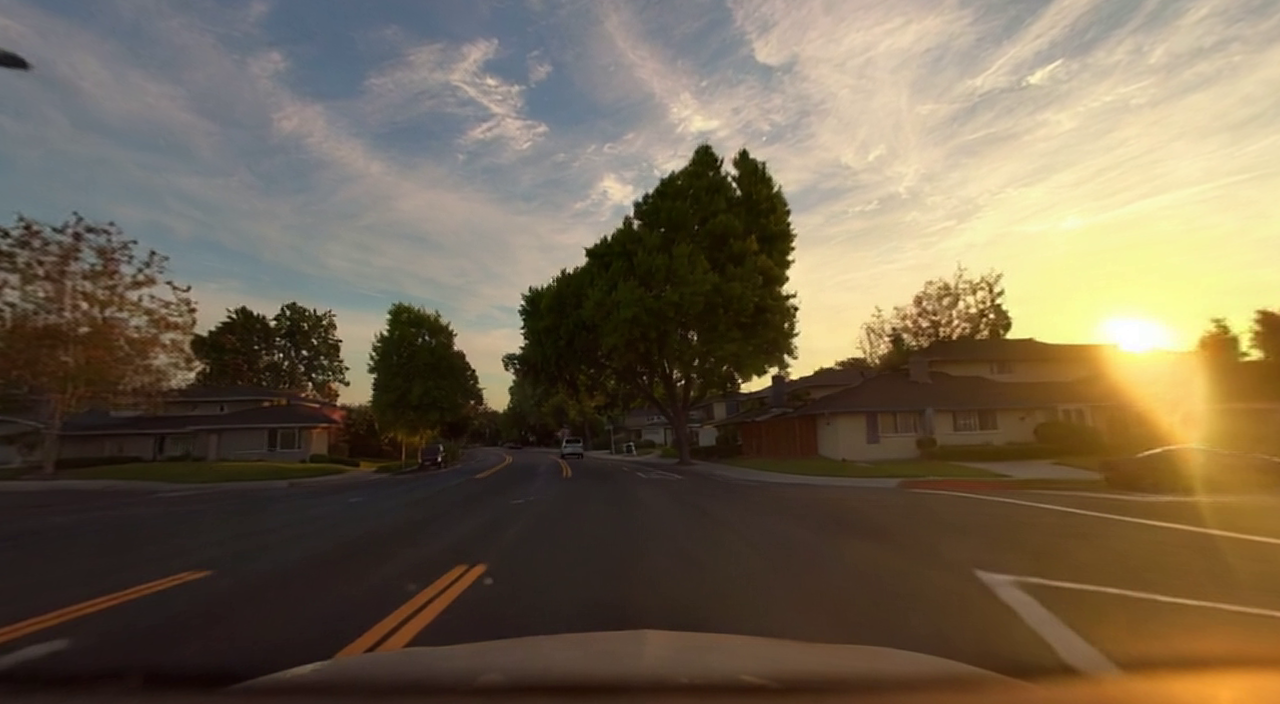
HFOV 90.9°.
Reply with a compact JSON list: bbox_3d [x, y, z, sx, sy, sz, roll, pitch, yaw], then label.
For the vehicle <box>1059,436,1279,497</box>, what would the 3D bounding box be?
[{"bbox_3d":[13.961,2.930,16.318,4.737,1.447,1.766,-2,-9,11],"label":"vehicle"}]
